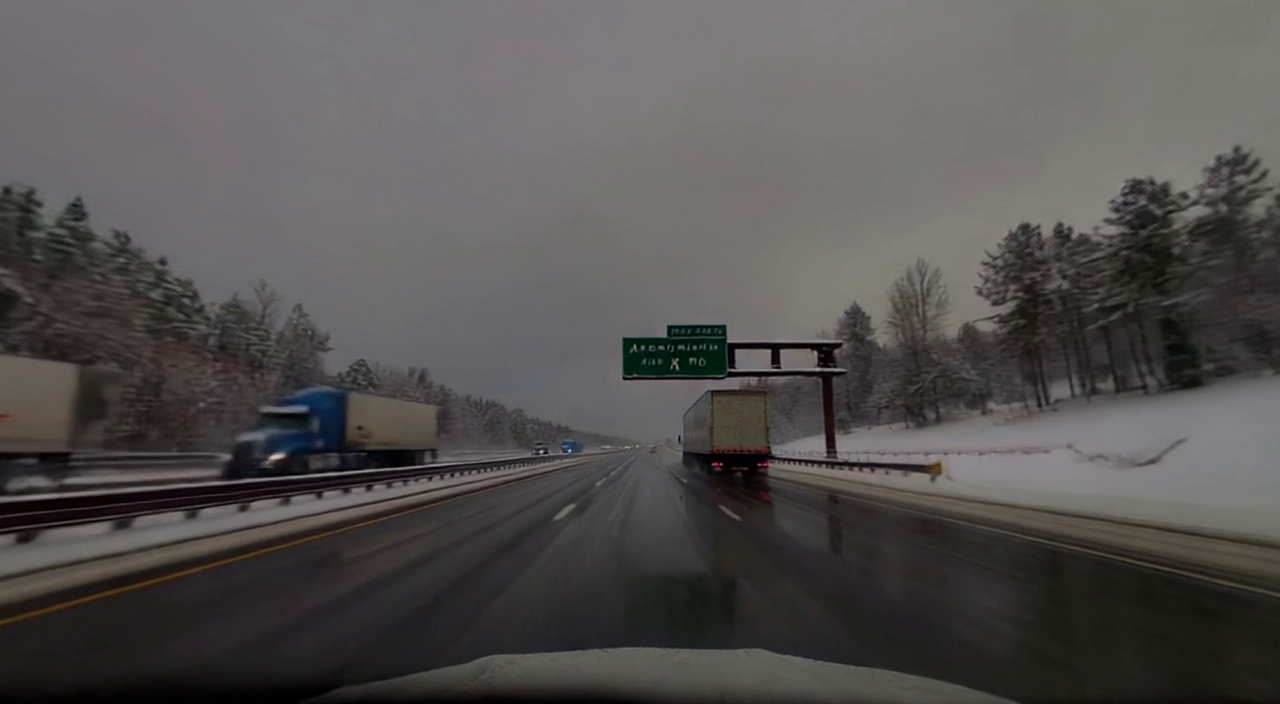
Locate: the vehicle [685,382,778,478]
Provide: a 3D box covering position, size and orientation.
[{"bbox_3d":[4.428,4.380,33.872,2.784,4.080,13.516,-1,-9,-1],"label":"vehicle"}]

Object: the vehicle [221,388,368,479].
[{"bbox_3d":[-14.915,3.666,27.871,2.998,3.583,5.940,0,-9,0],"label":"vehicle"}]
